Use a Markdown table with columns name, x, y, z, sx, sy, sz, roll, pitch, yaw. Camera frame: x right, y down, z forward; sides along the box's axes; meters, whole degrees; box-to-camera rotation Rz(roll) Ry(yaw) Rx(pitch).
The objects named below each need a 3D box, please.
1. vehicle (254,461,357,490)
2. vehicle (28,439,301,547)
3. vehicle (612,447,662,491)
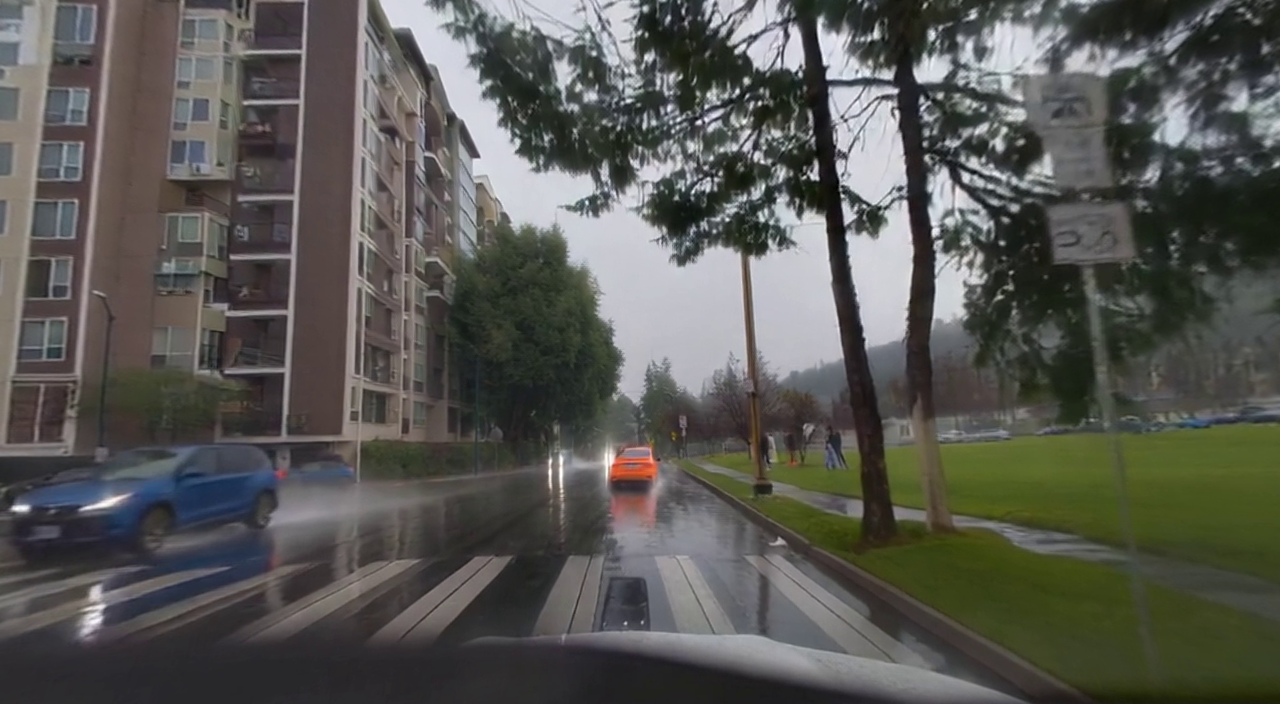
| name | x | y | z | sx | sy | sz | roll | pitch | yaw |
| --- | --- | --- | --- | --- | --- | --- | --- | --- | --- |
| vehicle | -18.881 | 6.950 | 35.729 | 2.116 | 1.409 | 4.607 | -8 | -12 | 43 |
| vehicle | -9.149 | 2.690 | 12.757 | 2.126 | 1.780 | 4.279 | 0 | -8 | 0 |
| vehicle | -0.109 | 3.937 | 21.158 | 1.559 | 1.351 | 2.452 | -1 | -11 | -1 |
